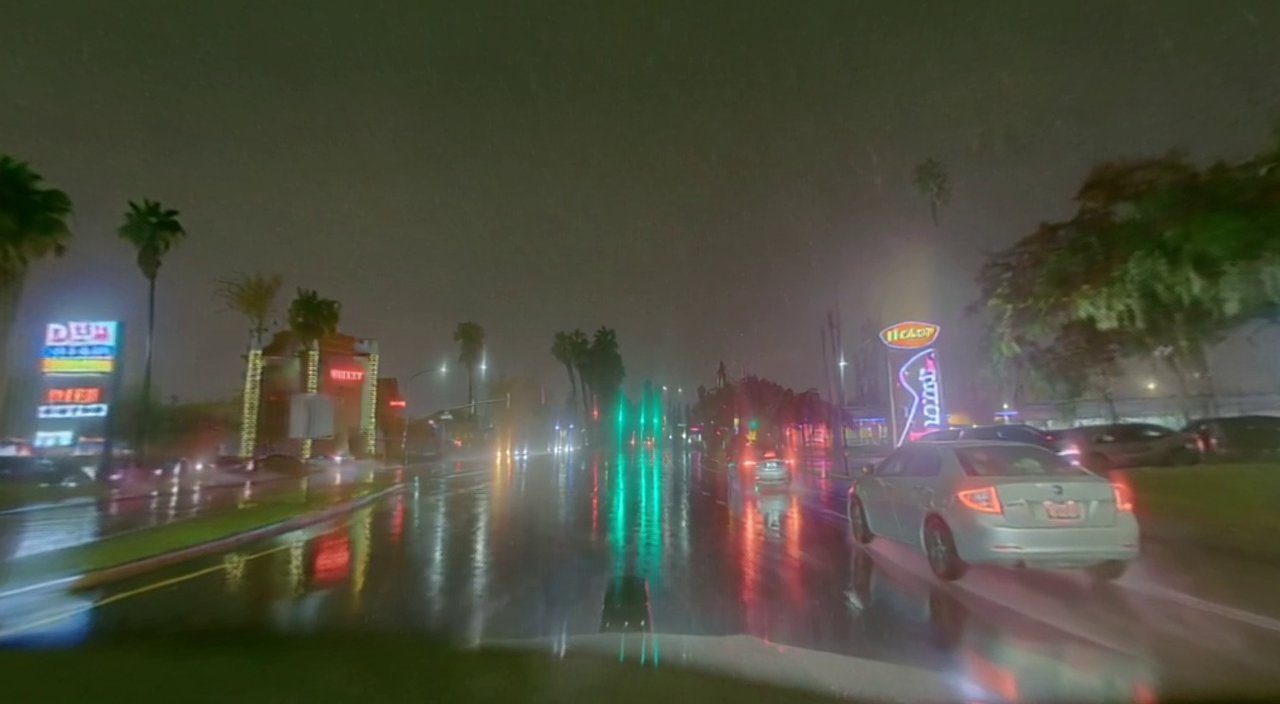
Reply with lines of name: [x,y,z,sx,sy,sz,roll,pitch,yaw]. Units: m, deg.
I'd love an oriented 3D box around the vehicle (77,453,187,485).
vehicle: [-31.894,7.354,39.693,4.978,1.873,2.164,0,-8,-1]

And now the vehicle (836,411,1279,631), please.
vehicle: [3.677,1.496,6.600,1.931,1.534,4.126,-1,-8,0]

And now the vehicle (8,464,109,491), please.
vehicle: [-33.352,7.181,36.206,4.252,1.419,1.997,-2,-8,10]

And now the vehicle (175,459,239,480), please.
vehicle: [-31.285,8.480,45.649,1.703,1.328,4.065,-1,-8,1]

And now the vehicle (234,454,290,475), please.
vehicle: [-29.363,8.731,49.079,1.966,1.430,4.309,0,-8,-4]

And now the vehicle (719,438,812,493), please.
vehicle: [3.708,3.431,19.536,1.870,1.467,4.800,0,-8,0]
